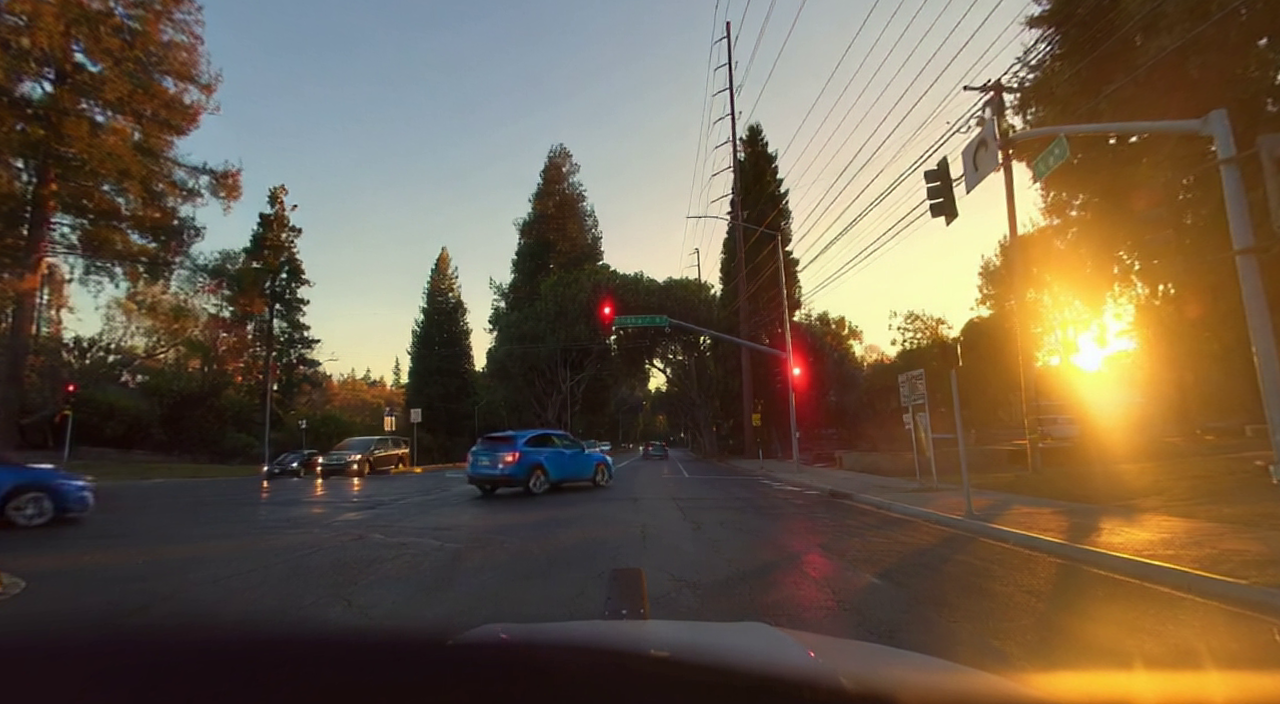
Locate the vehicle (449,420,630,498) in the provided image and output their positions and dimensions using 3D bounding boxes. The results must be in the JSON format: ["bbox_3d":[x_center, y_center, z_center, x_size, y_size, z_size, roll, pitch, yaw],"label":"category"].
[{"bbox_3d":[-2.791,3.214,19.316,2.137,1.986,5.930,-5,-10,30],"label":"vehicle"}]

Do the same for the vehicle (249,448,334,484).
[{"bbox_3d":[-17.110,5.596,31.054,1.942,1.477,3.957,-4,-9,0],"label":"vehicle"}]

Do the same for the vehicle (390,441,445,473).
[{"bbox_3d":[-13.247,6.298,37.621,1.772,1.647,4.221,-4,-9,0],"label":"vehicle"}]

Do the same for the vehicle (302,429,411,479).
[{"bbox_3d":[-13.137,4.762,29.614,2.350,2.104,5.828,0,-8,1],"label":"vehicle"}]

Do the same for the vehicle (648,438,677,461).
[{"bbox_3d":[1.685,7.474,48.183,2.051,1.666,4.607,0,-8,1],"label":"vehicle"}]
